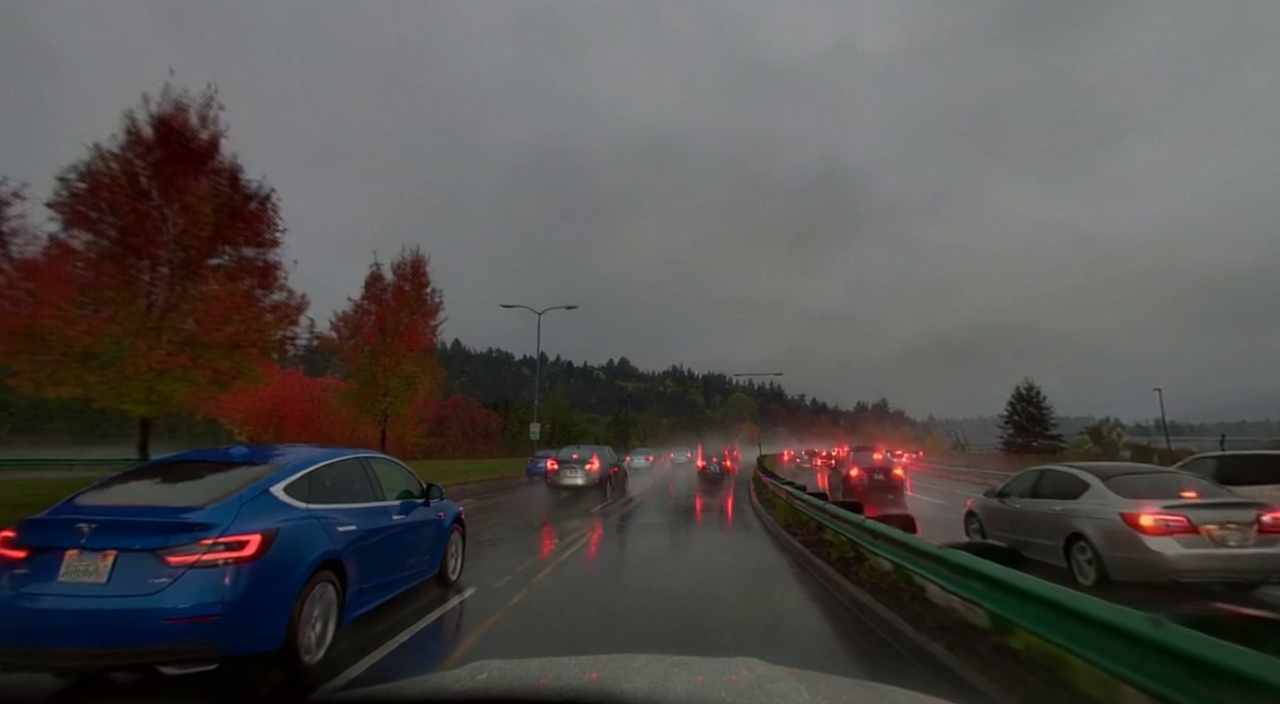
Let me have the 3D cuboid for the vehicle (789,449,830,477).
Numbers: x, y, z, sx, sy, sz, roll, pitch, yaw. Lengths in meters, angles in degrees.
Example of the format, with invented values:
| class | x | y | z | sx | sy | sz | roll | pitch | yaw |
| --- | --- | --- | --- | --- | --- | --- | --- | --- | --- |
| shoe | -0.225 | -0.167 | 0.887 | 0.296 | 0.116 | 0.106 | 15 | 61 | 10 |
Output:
| class | x | y | z | sx | sy | sz | roll | pitch | yaw |
| --- | --- | --- | --- | --- | --- | --- | --- | --- | --- |
| vehicle | 10.642 | 6.958 | 39.699 | 1.890 | 1.610 | 4.045 | -1 | -9 | 7 |

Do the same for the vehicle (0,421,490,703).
| class | x | y | z | sx | sy | sz | roll | pitch | yaw |
| --- | --- | --- | --- | --- | --- | --- | --- | --- | --- |
| vehicle | -2.930 | 1.450 | 5.495 | 1.921 | 1.503 | 4.317 | 0 | -9 | 4 |

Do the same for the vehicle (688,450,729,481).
| class | x | y | z | sx | sy | sz | roll | pitch | yaw |
| --- | --- | --- | --- | --- | --- | --- | --- | --- | --- |
| vehicle | 3.797 | 6.115 | 34.282 | 2.015 | 1.506 | 4.276 | -1 | -9 | 9 |

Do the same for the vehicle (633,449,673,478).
| class | x | y | z | sx | sy | sz | roll | pitch | yaw |
| --- | --- | --- | --- | --- | --- | --- | --- | --- | --- |
| vehicle | 0.851 | 6.694 | 38.057 | 1.930 | 1.635 | 4.260 | -1 | -9 | 8 |

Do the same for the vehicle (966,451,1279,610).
| class | x | y | z | sx | sy | sz | roll | pitch | yaw |
| --- | --- | --- | --- | --- | --- | --- | --- | --- | --- |
| vehicle | 6.577 | 2.155 | 8.656 | 1.869 | 1.516 | 4.753 | 0 | -9 | 3 |

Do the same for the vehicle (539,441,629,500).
| class | x | y | z | sx | sy | sz | roll | pitch | yaw |
| --- | --- | --- | --- | --- | --- | --- | --- | --- | --- |
| vehicle | -1.676 | 3.778 | 20.582 | 1.979 | 1.663 | 4.513 | -1 | -9 | 7 |

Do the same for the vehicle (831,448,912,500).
| class | x | y | z | sx | sy | sz | roll | pitch | yaw |
| --- | --- | --- | --- | --- | --- | --- | --- | --- | --- |
| vehicle | 8.121 | 4.270 | 22.496 | 1.768 | 1.634 | 4.064 | -1 | -9 | 7 |
